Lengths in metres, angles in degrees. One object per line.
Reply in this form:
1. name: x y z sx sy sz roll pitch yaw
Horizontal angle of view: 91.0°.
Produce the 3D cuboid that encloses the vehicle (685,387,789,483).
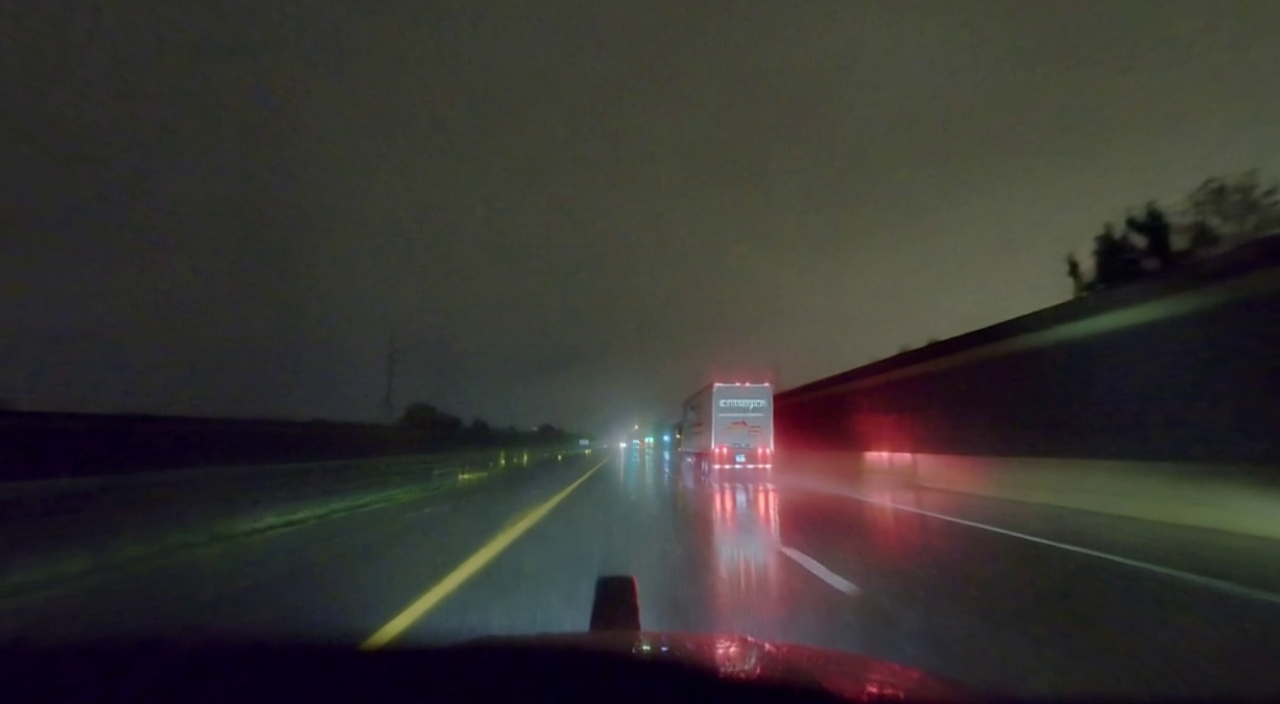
1. vehicle: 3.523 3.294 24.812 2.702 3.193 7.196 0 -8 -2
